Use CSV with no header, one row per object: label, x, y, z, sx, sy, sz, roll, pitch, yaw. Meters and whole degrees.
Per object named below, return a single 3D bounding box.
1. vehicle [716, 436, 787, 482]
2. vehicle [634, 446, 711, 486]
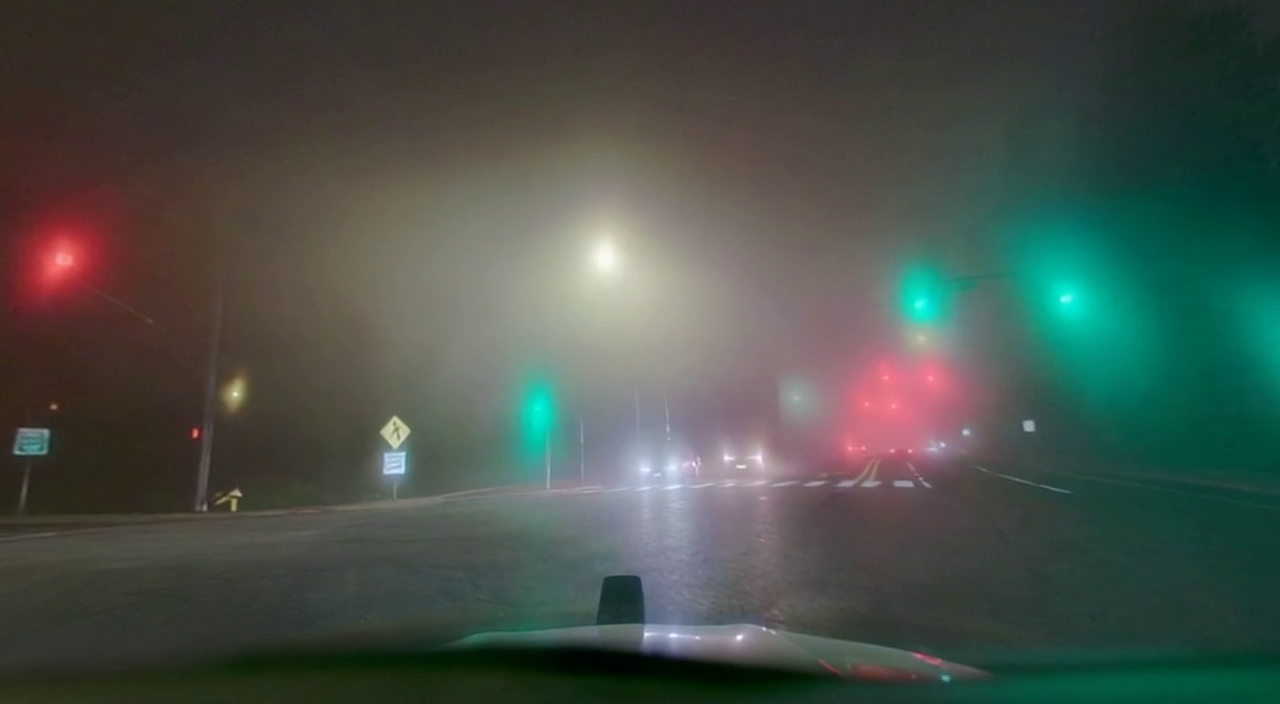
vehicle,4.706,4.373,25.959,2.090,1.697,4.341,-3,-9,20
vehicle,1.446,4.703,26.259,2.029,1.504,4.293,-3,-9,20
